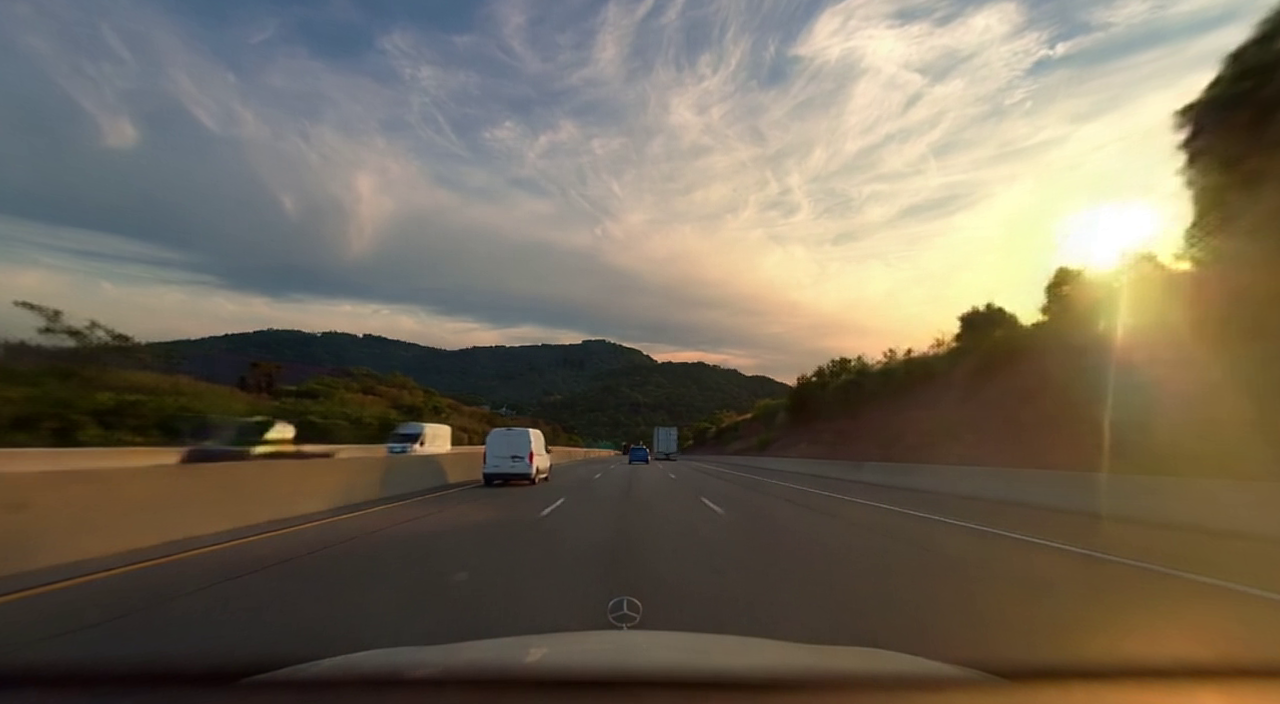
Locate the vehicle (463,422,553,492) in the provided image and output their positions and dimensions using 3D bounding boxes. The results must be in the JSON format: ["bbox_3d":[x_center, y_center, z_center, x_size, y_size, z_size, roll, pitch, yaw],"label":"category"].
[{"bbox_3d":[-4.150,3.410,20.672,1.955,2.004,4.792,0,-9,0],"label":"vehicle"}]

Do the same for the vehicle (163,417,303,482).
[{"bbox_3d":[-16.384,4.002,25.822,2.254,2.358,5.161,0,-9,0],"label":"vehicle"}]

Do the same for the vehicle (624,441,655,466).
[{"bbox_3d":[-0.052,7.453,46.218,2.166,1.747,4.299,0,-9,0],"label":"vehicle"}]
